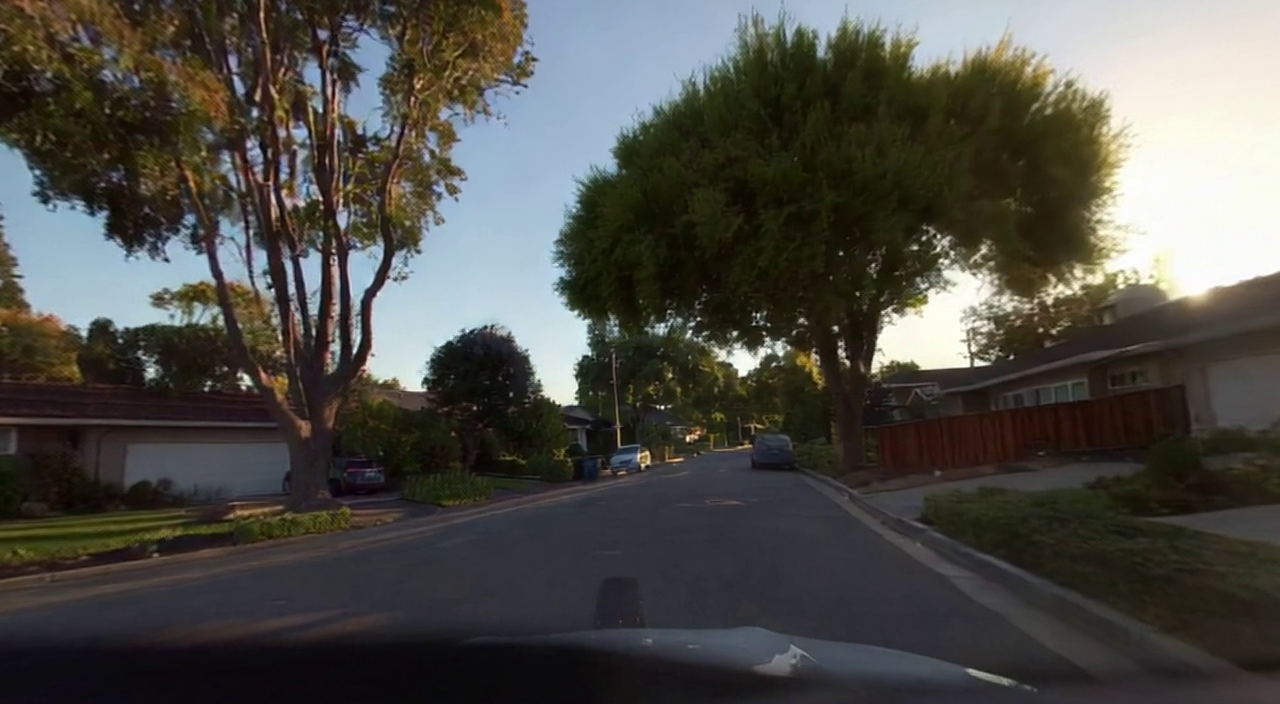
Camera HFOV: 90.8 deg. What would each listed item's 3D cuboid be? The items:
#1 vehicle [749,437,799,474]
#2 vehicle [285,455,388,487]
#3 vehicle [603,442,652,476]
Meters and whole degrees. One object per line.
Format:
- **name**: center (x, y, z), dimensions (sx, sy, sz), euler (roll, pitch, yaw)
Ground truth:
- **vehicle**: center (6.175, 4.823, 29.573), dimensions (2.005, 1.553, 3.984), euler (0, -9, 8)
- **vehicle**: center (-15.319, 6.002, 31.989), dimensions (4.404, 1.495, 1.844), euler (-2, -9, 10)
- **vehicle**: center (-0.726, 6.832, 40.661), dimensions (2.208, 1.834, 4.675), euler (-7, -9, 8)
